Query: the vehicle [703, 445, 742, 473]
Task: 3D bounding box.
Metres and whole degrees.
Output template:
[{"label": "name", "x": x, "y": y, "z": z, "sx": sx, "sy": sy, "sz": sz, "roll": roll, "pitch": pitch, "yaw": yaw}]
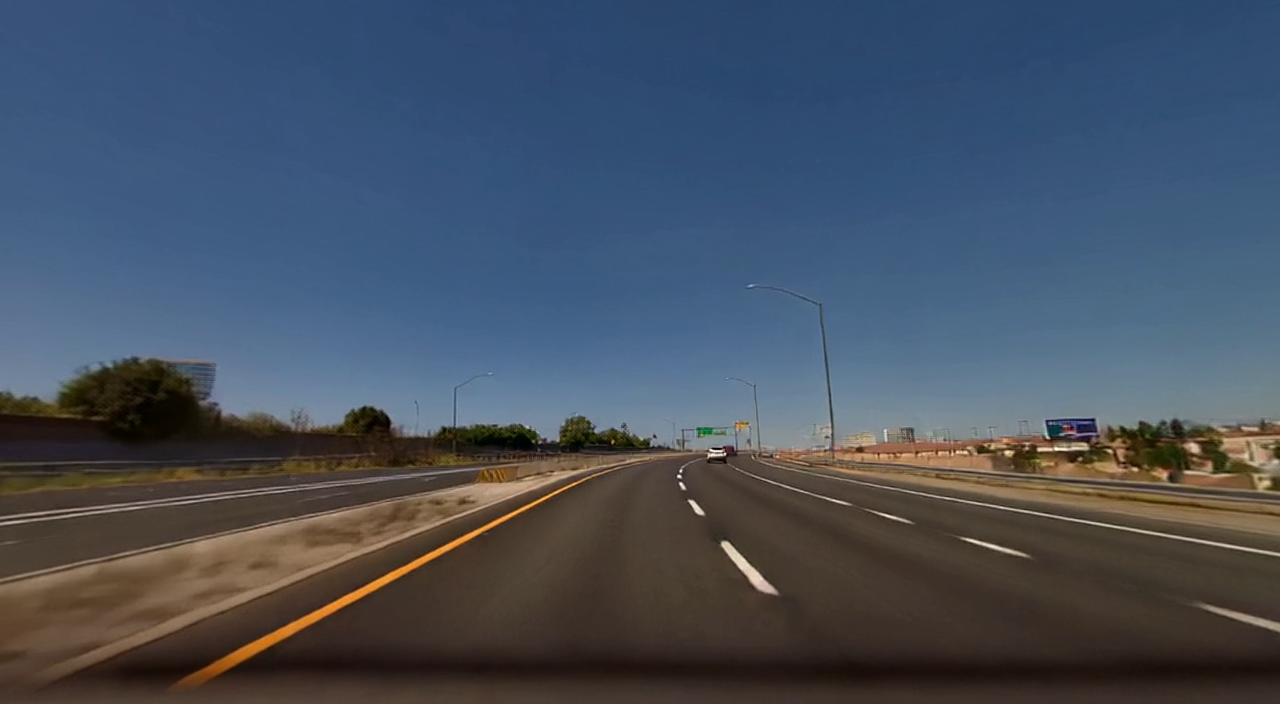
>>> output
[{"label": "vehicle", "x": 4.720, "y": 6.170, "z": 36.779, "sx": 1.874, "sy": 1.506, "sz": 4.116, "roll": 0, "pitch": -8, "yaw": 2}]
